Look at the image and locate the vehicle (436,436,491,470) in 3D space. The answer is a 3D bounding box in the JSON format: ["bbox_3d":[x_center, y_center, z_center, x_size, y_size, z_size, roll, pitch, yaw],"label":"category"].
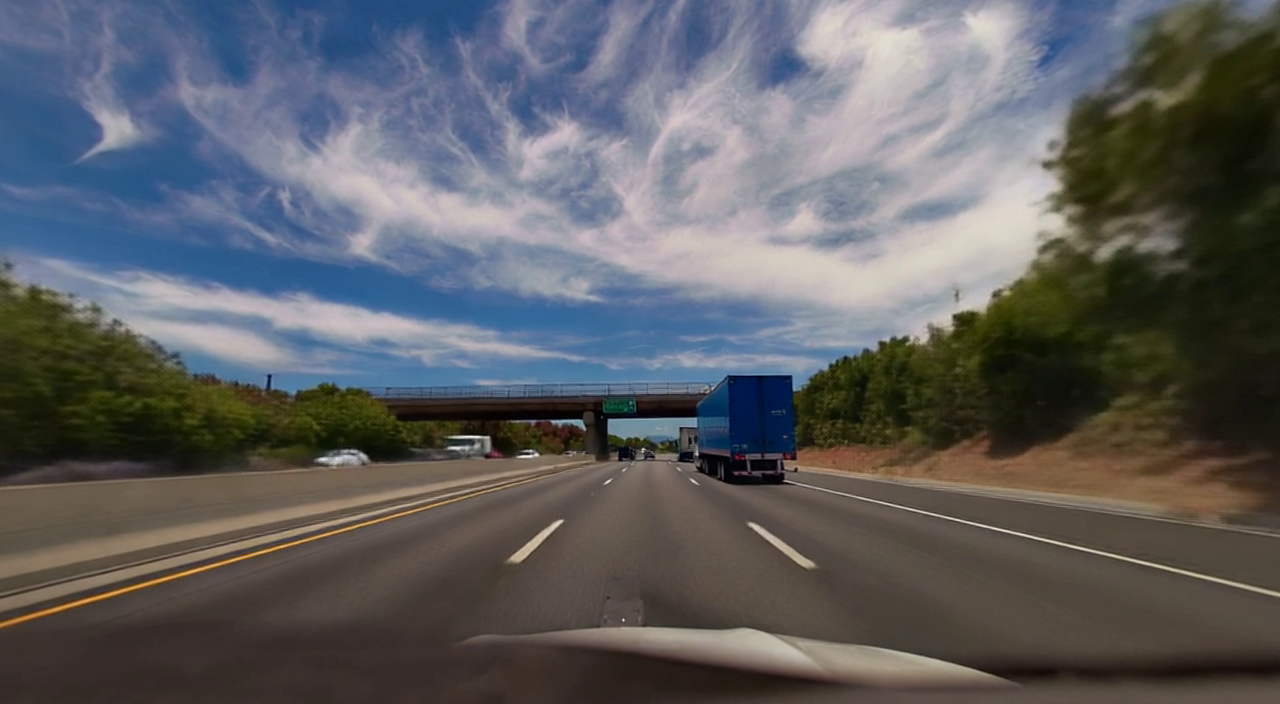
[{"bbox_3d":[-13.751,7.937,49.627,2.326,2.525,6.173,0,-9,2],"label":"vehicle"}]

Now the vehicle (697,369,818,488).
[{"bbox_3d":[4.618,3.684,28.600,2.825,4.054,14.210,0,-9,0],"label":"vehicle"}]

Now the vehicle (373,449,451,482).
[{"bbox_3d":[-10.600,5.304,29.694,1.954,1.449,4.358,0,-9,1],"label":"vehicle"}]

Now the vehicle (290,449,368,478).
[{"bbox_3d":[-17.543,6.298,35.849,1.981,1.481,4.641,0,-9,1],"label":"vehicle"}]
